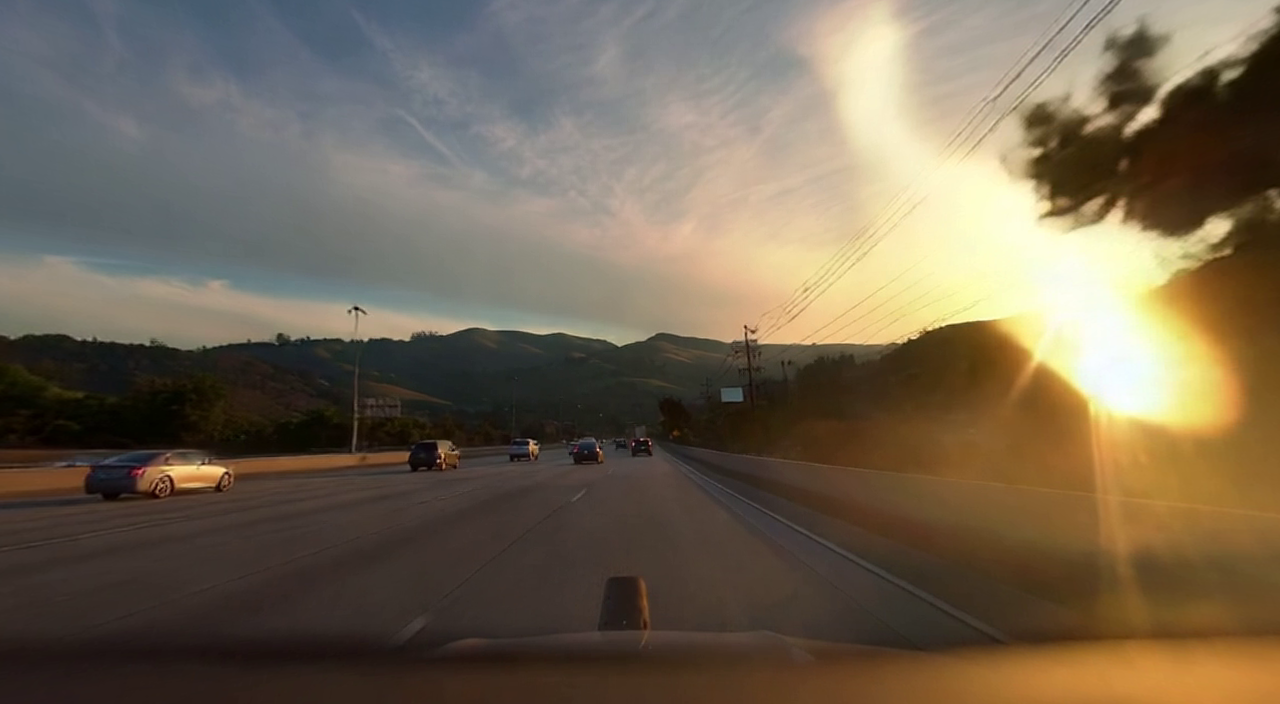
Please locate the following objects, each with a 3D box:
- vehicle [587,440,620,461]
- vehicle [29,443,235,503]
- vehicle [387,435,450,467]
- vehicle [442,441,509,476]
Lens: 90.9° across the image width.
[{"bbox_3d":[-2.631,7.184,46.079,2.064,1.446,4.409,0,-9,1],"label":"vehicle"},{"bbox_3d":[-14.368,3.414,18.332,1.885,1.474,4.849,0,-8,1],"label":"vehicle"},{"bbox_3d":[-14.298,6.422,41.117,2.172,1.946,5.017,0,-9,1],"label":"vehicle"},{"bbox_3d":[-7.464,4.863,29.004,1.899,1.472,4.202,0,-8,1],"label":"vehicle"}]
